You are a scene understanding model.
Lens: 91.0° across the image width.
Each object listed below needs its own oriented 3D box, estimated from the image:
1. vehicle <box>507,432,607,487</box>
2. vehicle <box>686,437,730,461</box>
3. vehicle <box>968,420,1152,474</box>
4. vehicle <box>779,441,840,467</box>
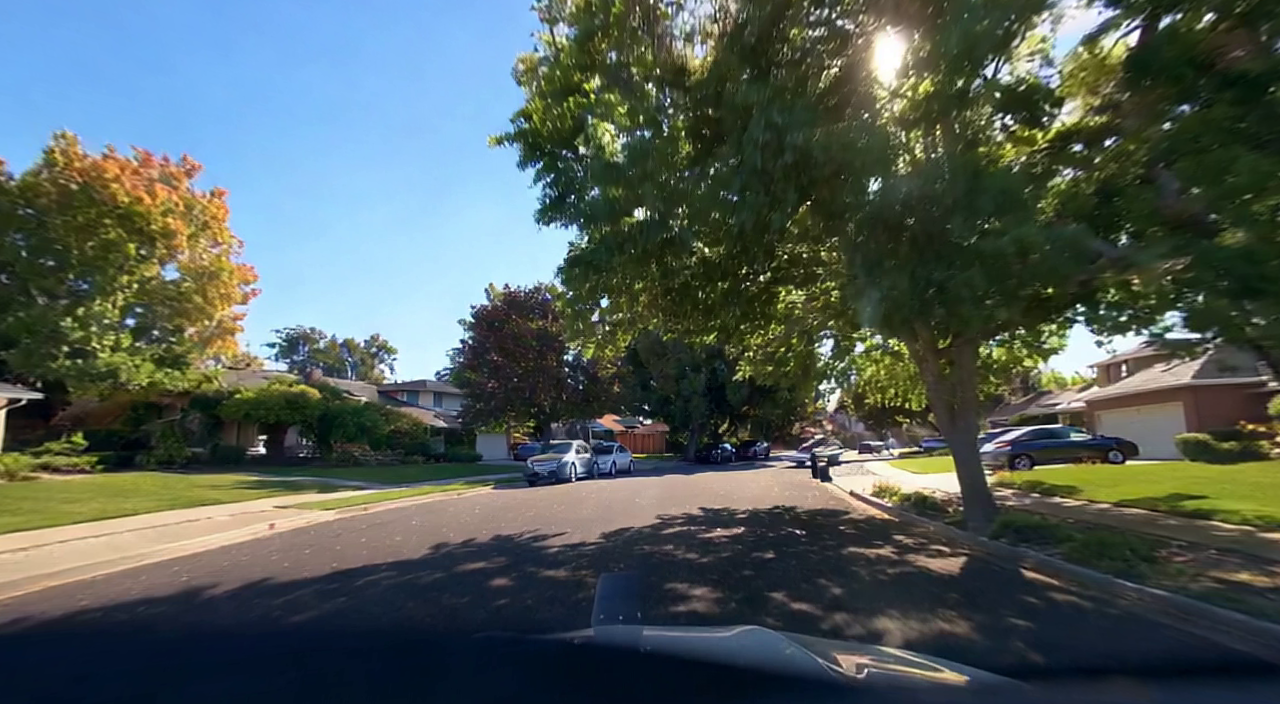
[{"bbox_3d":[-2.992,3.995,24.087,2.274,1.784,5.090,-1,-6,11],"label":"vehicle"},{"bbox_3d":[5.310,7.492,48.657,2.052,1.745,4.737,-4,-9,23],"label":"vehicle"},{"bbox_3d":[14.505,3.320,22.053,4.789,1.771,2.092,-1,-9,9],"label":"vehicle"},{"bbox_3d":[11.134,6.578,40.963,2.804,1.336,6.700,-3,-7,24],"label":"vehicle"}]
